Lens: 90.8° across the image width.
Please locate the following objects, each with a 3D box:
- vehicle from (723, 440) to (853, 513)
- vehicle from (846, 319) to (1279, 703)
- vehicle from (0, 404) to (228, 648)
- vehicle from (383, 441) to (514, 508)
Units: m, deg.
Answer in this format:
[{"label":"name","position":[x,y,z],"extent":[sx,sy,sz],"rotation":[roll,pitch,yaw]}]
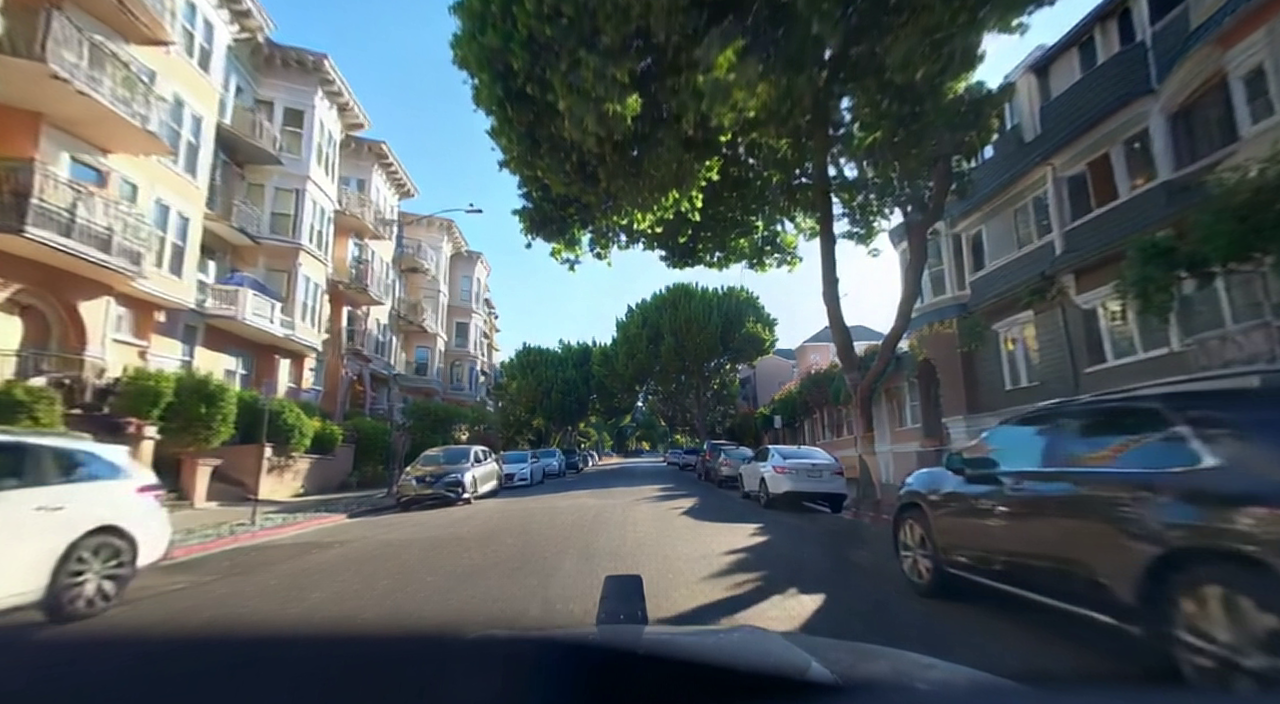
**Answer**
[{"label":"vehicle","position":[3.824,3.309,17.448],"extent":[2.187,1.699,5.038],"rotation":[0,-8,-2]},{"label":"vehicle","position":[3.945,1.213,4.922],"extent":[2.473,1.895,6.050],"rotation":[0,-10,-2]},{"label":"vehicle","position":[-5.650,1.178,4.045],"extent":[2.122,1.722,5.662],"rotation":[-1,-9,1]},{"label":"vehicle","position":[-5.576,3.629,19.308],"extent":[2.222,1.735,5.215],"rotation":[-1,-8,2]}]
